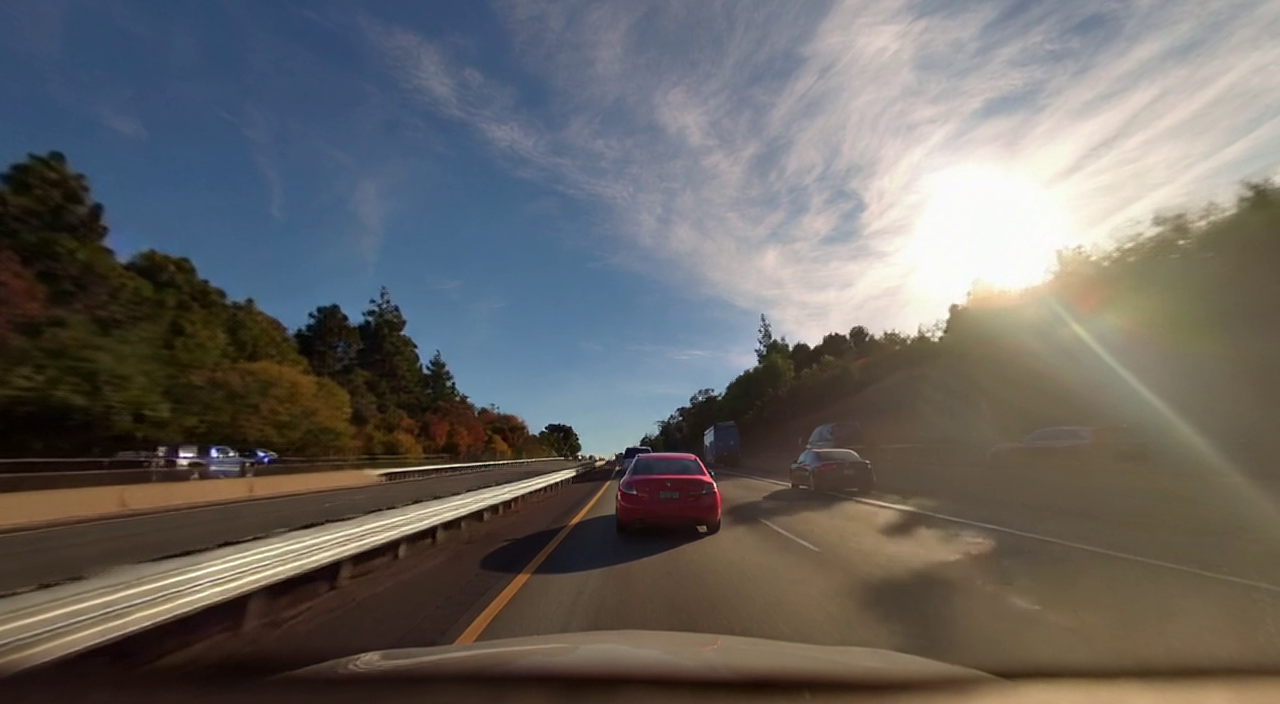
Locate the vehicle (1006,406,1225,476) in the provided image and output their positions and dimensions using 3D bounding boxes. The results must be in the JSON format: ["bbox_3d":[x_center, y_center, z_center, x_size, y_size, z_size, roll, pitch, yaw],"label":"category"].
[{"bbox_3d":[31.511,6.212,43.403,2.822,3.996,14.073,1,-9,-7],"label":"vehicle"}]

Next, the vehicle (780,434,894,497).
[{"bbox_3d":[6.293,3.695,20.810,2.177,1.827,4.565,0,-9,-1],"label":"vehicle"}]

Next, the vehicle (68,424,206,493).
[{"bbox_3d":[-33.549,7.101,42.580,2.902,3.981,7.819,-3,-8,0],"label":"vehicle"}]

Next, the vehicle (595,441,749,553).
[{"bbox_3d":[0.407,2.261,10.462,2.076,1.485,3.774,0,-9,-1],"label":"vehicle"}]
